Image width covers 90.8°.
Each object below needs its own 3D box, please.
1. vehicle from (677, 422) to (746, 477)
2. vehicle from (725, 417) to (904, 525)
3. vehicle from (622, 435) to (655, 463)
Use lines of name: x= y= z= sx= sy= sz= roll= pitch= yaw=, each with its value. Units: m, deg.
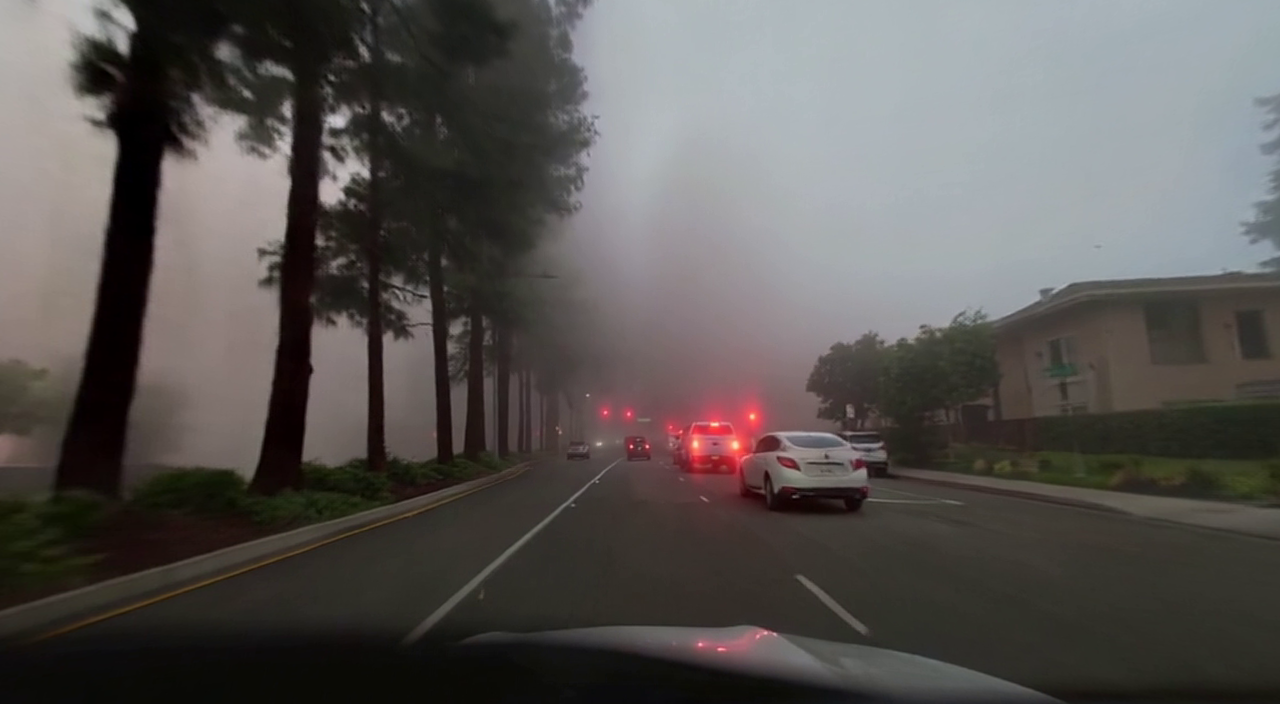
vehicle: x=2.911 y=4.196 z=27.272 sx=2.268 sy=2.090 sz=6.113 roll=0 pitch=-8 yaw=0
vehicle: x=3.078 y=2.226 z=12.376 sx=2.041 sy=1.688 sz=4.717 roll=0 pitch=-8 yaw=-2
vehicle: x=-0.087 y=6.305 z=41.042 sx=2.052 sy=1.693 sz=4.554 roll=0 pitch=-8 yaw=0
